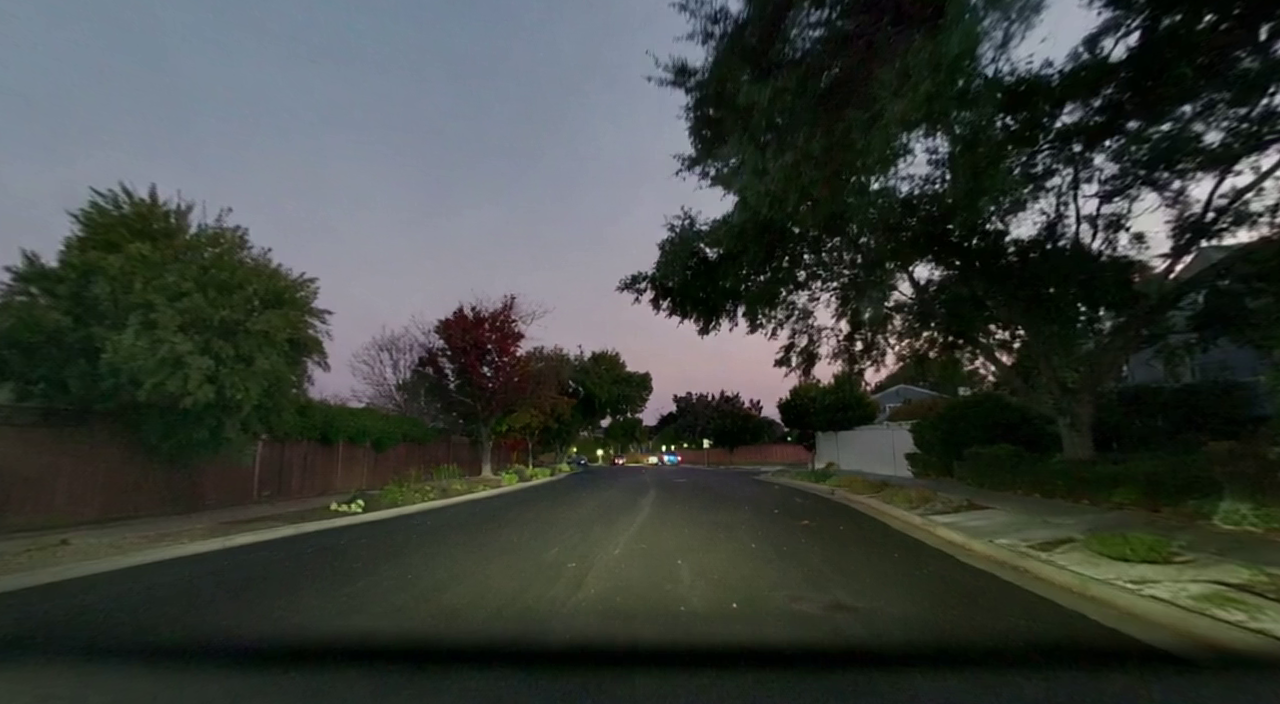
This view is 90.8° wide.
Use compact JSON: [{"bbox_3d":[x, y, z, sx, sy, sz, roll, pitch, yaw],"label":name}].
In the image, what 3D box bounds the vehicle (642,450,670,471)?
[{"bbox_3d":[1.220,8.315,48.640,2.064,1.477,3.968,0,-9,1],"label":"vehicle"}]
